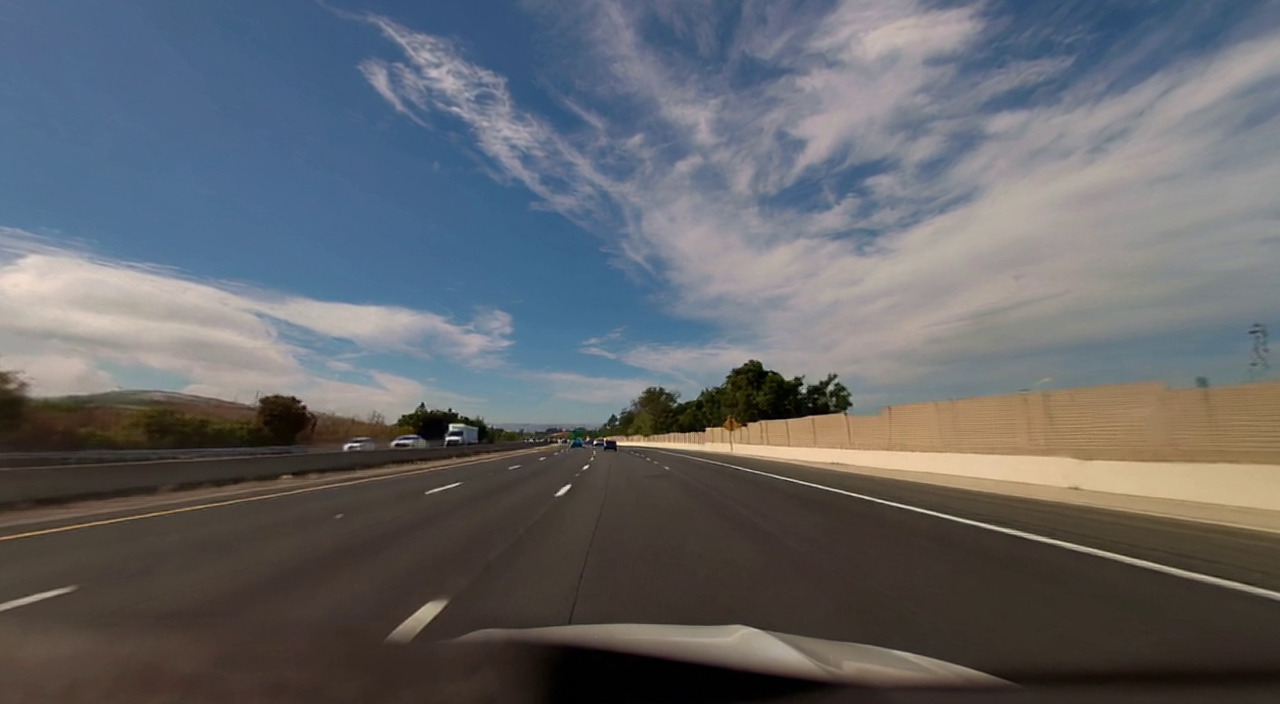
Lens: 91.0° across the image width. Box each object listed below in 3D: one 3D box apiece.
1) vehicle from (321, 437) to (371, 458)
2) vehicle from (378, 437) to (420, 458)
[{"bbox_3d":[-21.917,7.120,47.104,1.806,1.497,4.474,0,-8,-2],"label":"vehicle"},{"bbox_3d":[-17.423,6.907,45.724,1.714,1.455,3.723,0,-8,-3],"label":"vehicle"}]
